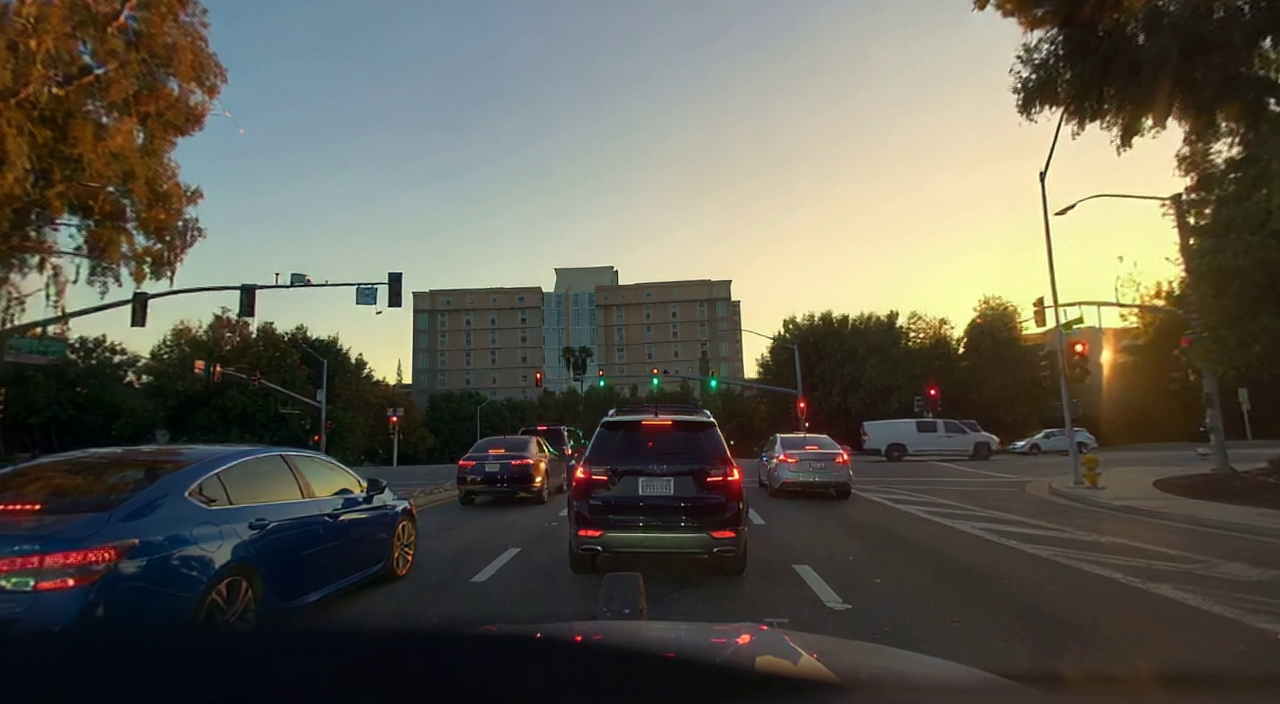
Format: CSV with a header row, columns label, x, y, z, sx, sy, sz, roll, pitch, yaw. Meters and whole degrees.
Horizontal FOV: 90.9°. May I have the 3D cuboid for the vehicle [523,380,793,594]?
label,x,y,z,sx,sy,sz,roll,pitch,yaw
vehicle,0.203,1.467,7.654,2.300,1.832,4.331,0,-8,1

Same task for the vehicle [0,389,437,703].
label,x,y,z,sx,sy,sz,roll,pitch,yaw
vehicle,-3.220,1.197,4.401,1.958,1.494,4.624,0,-8,2

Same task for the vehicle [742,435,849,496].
label,x,y,z,sx,sy,sz,roll,pitch,yaw
vehicle,4.096,3.057,17.339,1.979,1.453,4.011,0,-8,1

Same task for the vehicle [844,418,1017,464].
label,x,y,z,sx,sy,sz,roll,pitch,yaw
vehicle,13.361,4.208,29.666,6.879,1.984,2.808,-2,-9,15

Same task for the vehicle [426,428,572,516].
label,x,y,z,sx,sy,sz,roll,pitch,yaw
vehicle,-2.684,2.391,13.084,1.851,1.502,4.042,0,-8,4
